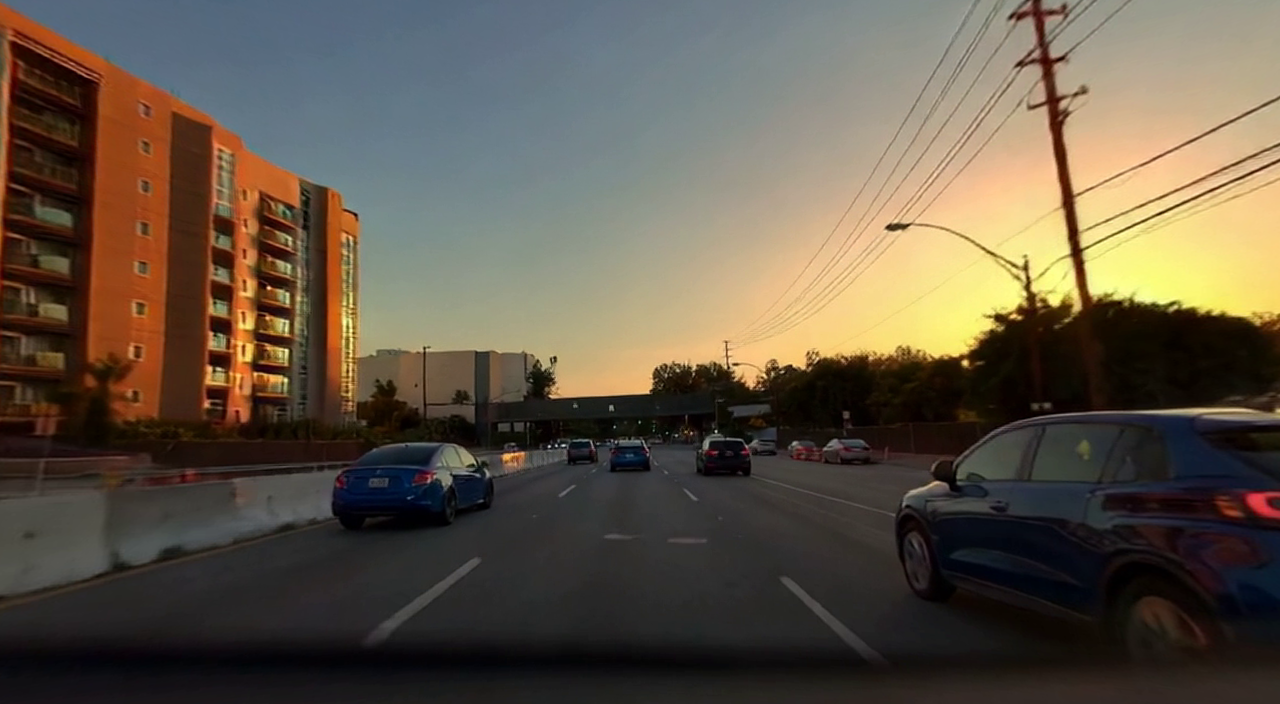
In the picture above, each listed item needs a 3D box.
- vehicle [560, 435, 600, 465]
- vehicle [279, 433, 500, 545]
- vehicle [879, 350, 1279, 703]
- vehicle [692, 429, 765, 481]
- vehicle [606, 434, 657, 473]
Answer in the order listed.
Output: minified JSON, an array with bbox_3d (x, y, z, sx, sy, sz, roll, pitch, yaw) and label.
[{"bbox_3d":[-3.938,6.542,42.312,2.190,1.832,4.417,0,-8,0],"label":"vehicle"},{"bbox_3d":[-3.795,2.133,10.538,1.968,1.473,4.209,0,-8,0],"label":"vehicle"},{"bbox_3d":[3.172,1.025,3.674,1.975,1.598,4.025,0,-8,0],"label":"vehicle"},{"bbox_3d":[3.243,3.887,24.021,2.029,1.797,4.218,0,-8,-1],"label":"vehicle"},{"bbox_3d":[-0.403,4.846,30.364,2.291,1.714,4.217,0,-8,0],"label":"vehicle"}]
